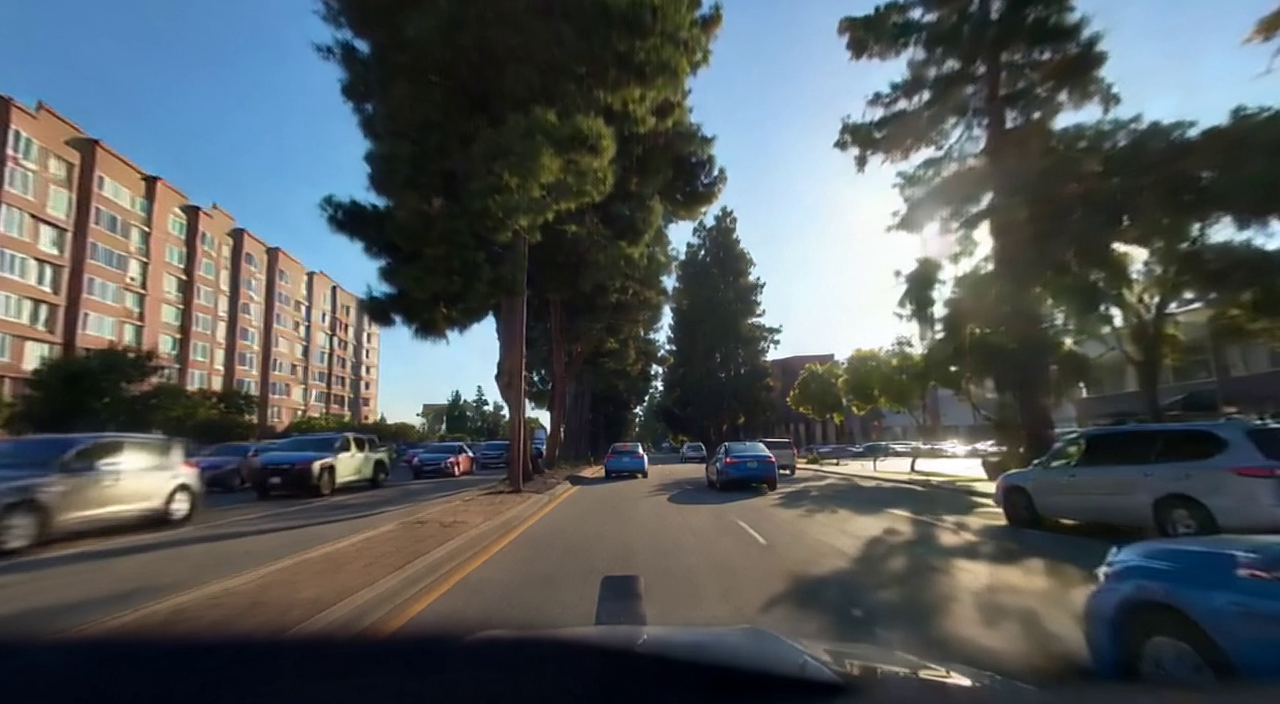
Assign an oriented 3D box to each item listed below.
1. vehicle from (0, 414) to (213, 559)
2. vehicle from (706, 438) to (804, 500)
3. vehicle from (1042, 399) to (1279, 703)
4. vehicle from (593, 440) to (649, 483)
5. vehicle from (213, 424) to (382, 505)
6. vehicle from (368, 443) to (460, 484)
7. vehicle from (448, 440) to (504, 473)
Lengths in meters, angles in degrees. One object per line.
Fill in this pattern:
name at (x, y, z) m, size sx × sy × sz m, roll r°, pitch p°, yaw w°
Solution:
vehicle at (-8.888, 1.844, 8.983) m, size 2.145 × 1.747 × 5.014 m, roll -1°, pitch -8°, yaw 0°
vehicle at (3.017, 3.146, 17.422) m, size 1.852 × 1.498 × 3.825 m, roll 0°, pitch -9°, yaw -2°
vehicle at (3.352, 0.754, 1.255) m, size 2.021 × 1.471 × 4.666 m, roll 0°, pitch -9°, yaw 0°
vehicle at (-0.688, 4.173, 24.306) m, size 1.994 × 1.479 × 3.647 m, roll 0°, pitch -9°, yaw -1°
vehicle at (-9.038, 2.996, 17.280) m, size 2.043 × 1.860 × 4.656 m, roll -1°, pitch -8°, yaw -1°
vehicle at (-9.115, 4.524, 25.977) m, size 2.148 × 1.473 × 4.709 m, roll 0°, pitch -9°, yaw -1°
vehicle at (-9.098, 5.817, 35.448) m, size 2.019 × 1.668 × 4.433 m, roll -1°, pitch -8°, yaw 0°
